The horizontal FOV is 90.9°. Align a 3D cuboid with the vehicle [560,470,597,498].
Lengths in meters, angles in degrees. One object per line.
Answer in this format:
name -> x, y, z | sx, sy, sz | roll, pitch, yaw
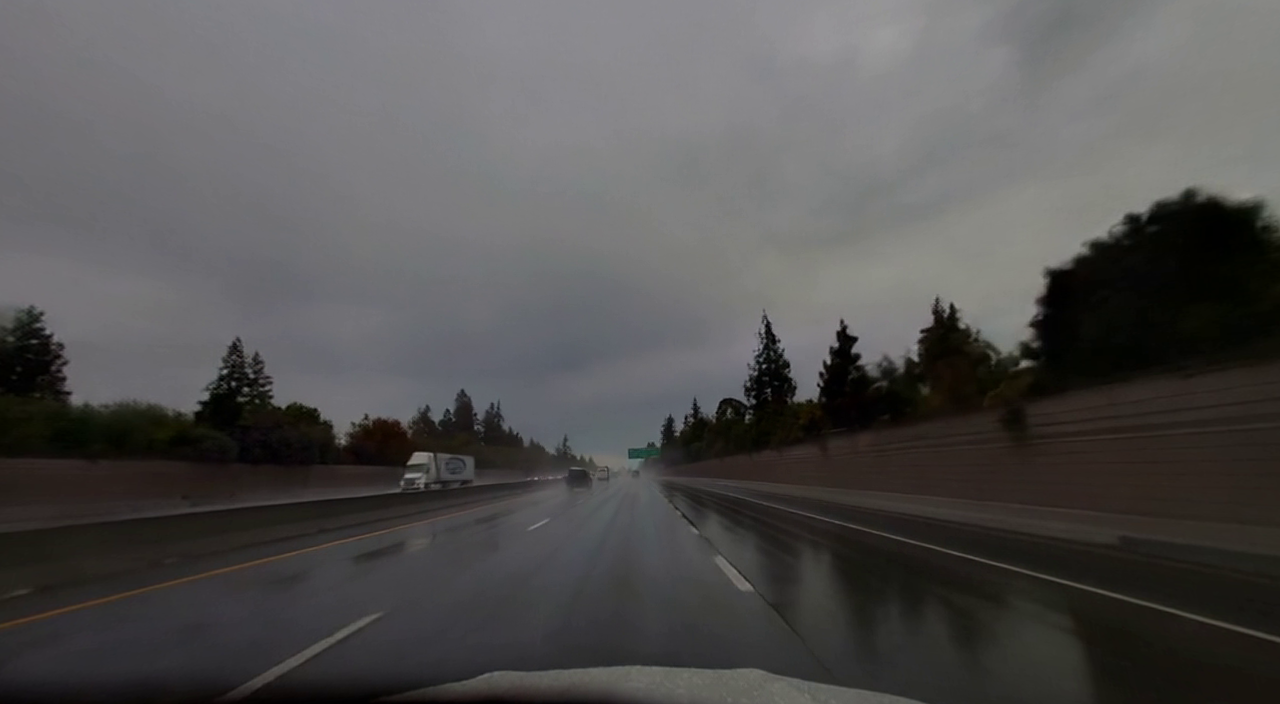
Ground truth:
vehicle -> -3.558, 7.765, 37.225 | 1.863, 1.486, 3.852 | 1, -11, -1
